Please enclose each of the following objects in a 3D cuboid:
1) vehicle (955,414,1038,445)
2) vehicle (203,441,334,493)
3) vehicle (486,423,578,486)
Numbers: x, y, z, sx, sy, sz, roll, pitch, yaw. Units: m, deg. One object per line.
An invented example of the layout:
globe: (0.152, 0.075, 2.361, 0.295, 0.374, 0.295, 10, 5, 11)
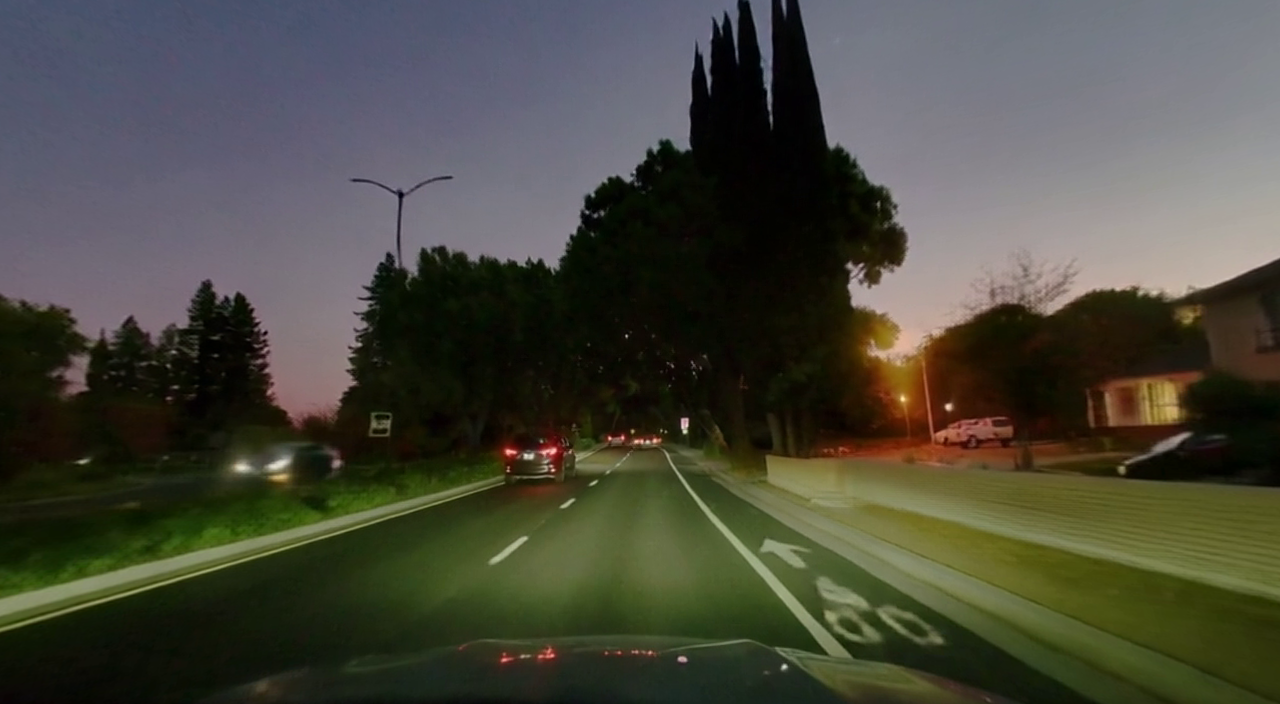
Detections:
vehicle: (18.335, 4.046, 32.707, 1.939, 1.477, 5.129, -1, -8, 8)
vehicle: (-11.715, 3.609, 20.210, 1.740, 1.476, 3.850, 0, -8, 1)
vehicle: (-3.310, 3.244, 20.263, 2.073, 1.770, 4.302, 0, -8, 2)
